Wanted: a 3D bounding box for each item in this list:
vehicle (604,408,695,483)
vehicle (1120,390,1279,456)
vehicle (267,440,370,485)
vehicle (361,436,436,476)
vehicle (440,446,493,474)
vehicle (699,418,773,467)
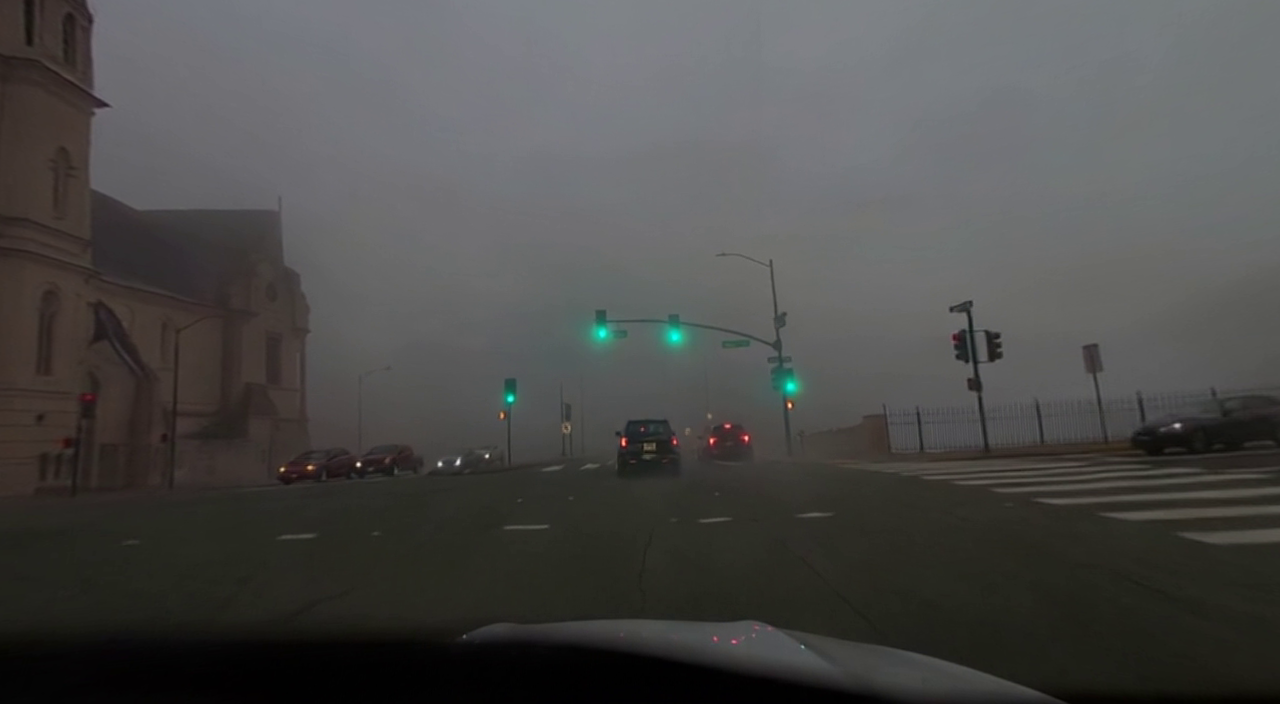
[{"bbox_3d":[0.174,2.501,17.295,2.168,1.776,4.135,0,-7,-1],"label":"vehicle"},{"bbox_3d":[15.845,1.830,16.751,4.488,1.475,2.083,-3,-7,-1],"label":"vehicle"},{"bbox_3d":[-14.954,5.203,29.828,1.969,1.896,5.404,1,-10,0],"label":"vehicle"},{"bbox_3d":[-11.903,5.215,31.526,2.069,1.790,4.358,-1,-10,-1],"label":"vehicle"},{"bbox_3d":[-11.398,7.117,41.865,2.170,1.746,4.565,0,-9,0],"label":"vehicle"},{"bbox_3d":[3.673,3.619,25.098,2.080,1.735,4.650,0,-9,-1],"label":"vehicle"}]
